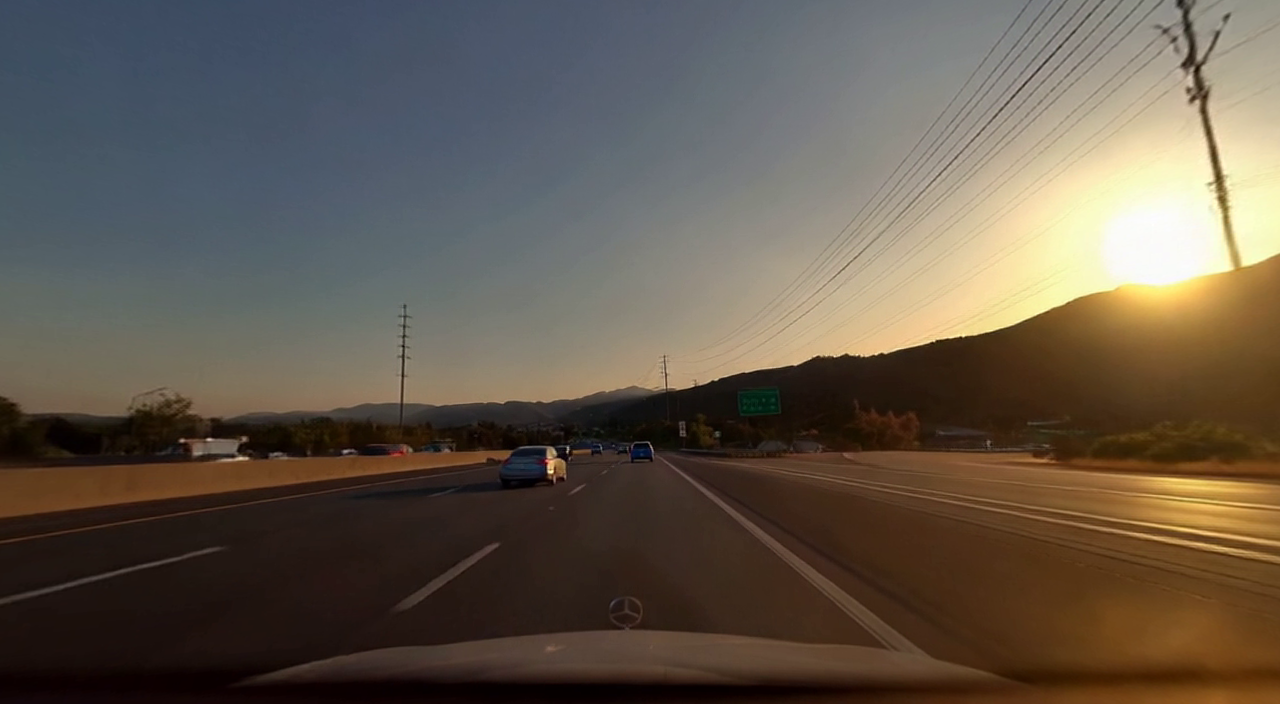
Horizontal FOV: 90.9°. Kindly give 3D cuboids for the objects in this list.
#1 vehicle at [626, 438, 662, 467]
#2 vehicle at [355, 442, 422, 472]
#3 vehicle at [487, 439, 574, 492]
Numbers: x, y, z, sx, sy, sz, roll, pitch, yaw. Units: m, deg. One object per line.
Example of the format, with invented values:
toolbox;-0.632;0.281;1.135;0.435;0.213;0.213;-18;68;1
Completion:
vehicle;0.254;6.547;41.228;2.194;1.737;4.127;0;-8;0
vehicle;-14.356;6.008;36.334;2.047;1.608;4.257;-1;-8;1
vehicle;-3.490;3.717;21.066;1.967;1.517;4.808;0;-8;1
